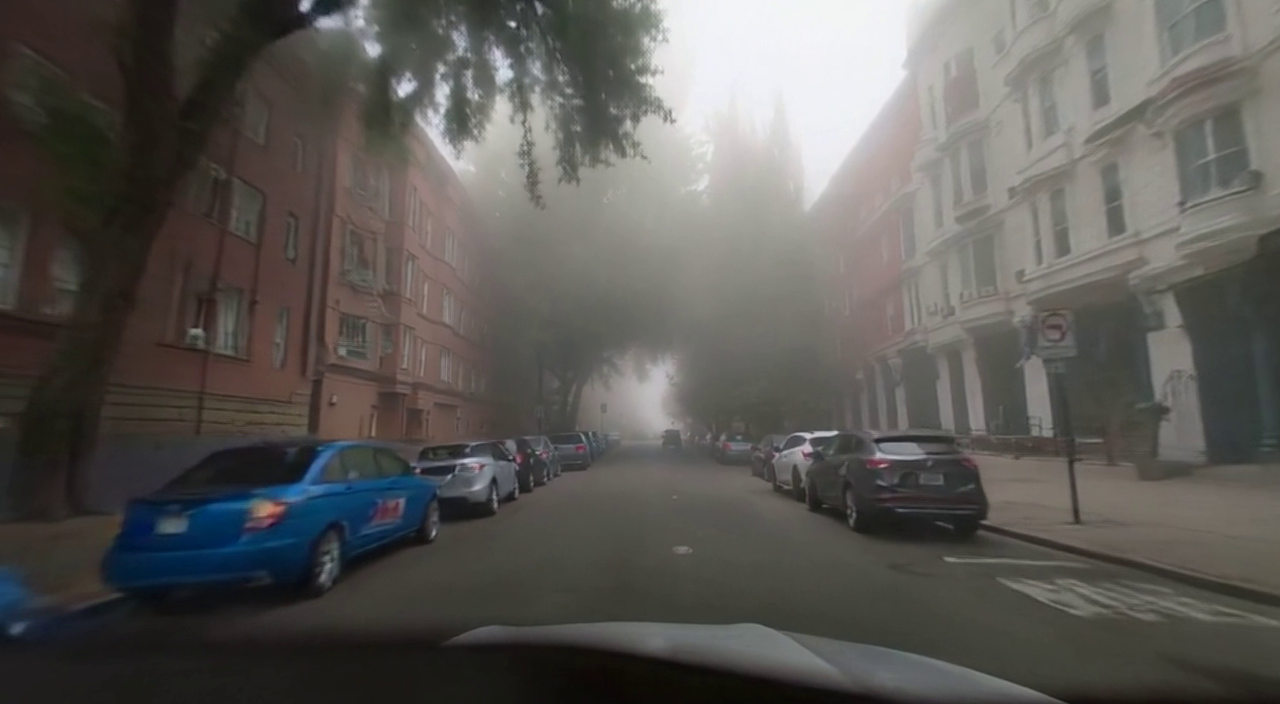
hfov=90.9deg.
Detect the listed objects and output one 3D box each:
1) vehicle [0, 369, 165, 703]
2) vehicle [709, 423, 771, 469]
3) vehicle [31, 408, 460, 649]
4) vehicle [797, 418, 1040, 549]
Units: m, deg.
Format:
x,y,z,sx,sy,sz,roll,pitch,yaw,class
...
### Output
x,y,z,sx,sy,sz,roll,pitch,yaw,class
-3.291,0.714,1.108,1.867,1.519,3.920,2,-4,-1,vehicle
4.245,4.037,27.413,1.879,1.802,4.574,0,-7,-1,vehicle
-3.445,1.458,6.643,1.859,1.508,4.144,2,-3,0,vehicle
3.825,1.811,9.518,1.896,1.549,3.845,0,-7,0,vehicle
